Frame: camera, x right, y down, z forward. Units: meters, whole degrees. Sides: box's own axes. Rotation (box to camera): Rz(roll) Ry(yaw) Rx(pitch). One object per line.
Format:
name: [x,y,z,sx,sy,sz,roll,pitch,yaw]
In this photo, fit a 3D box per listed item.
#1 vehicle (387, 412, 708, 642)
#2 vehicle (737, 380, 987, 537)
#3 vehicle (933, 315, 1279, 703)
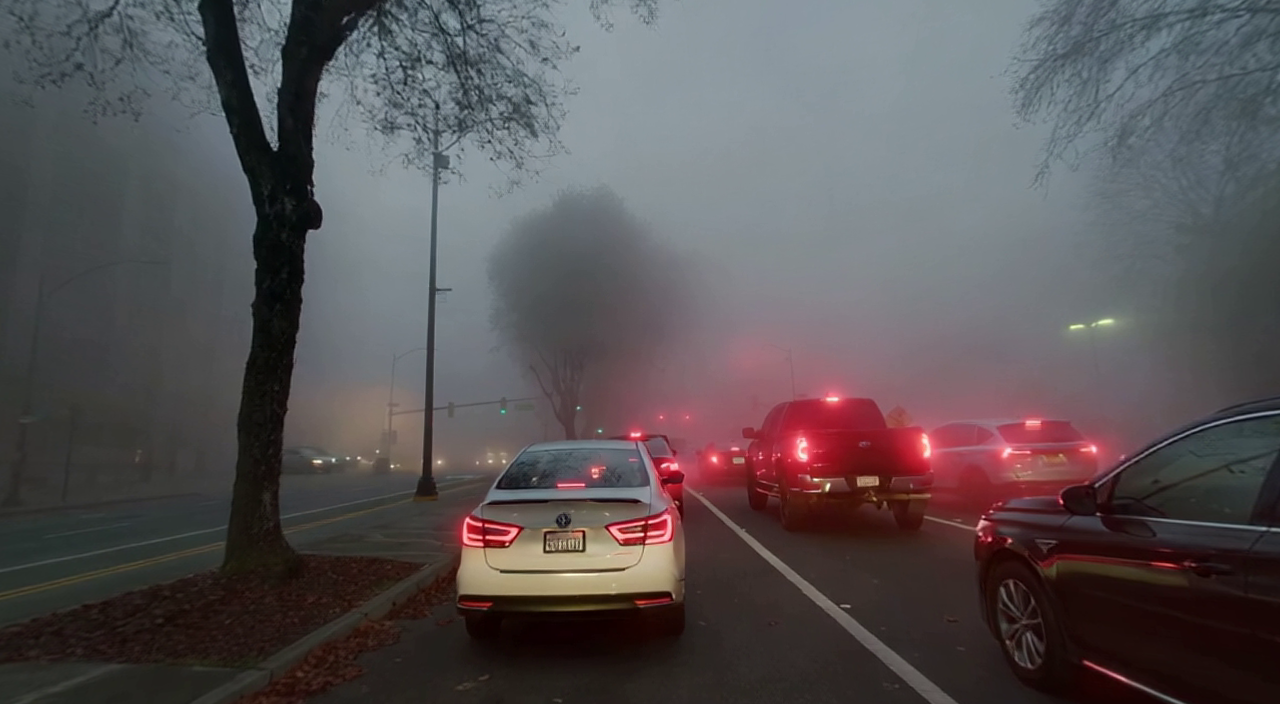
vehicle: [-0.571,1.501,6.440,2.172,1.536,4.250,0,-9,2]
vehicle: [3.542,1.919,11.753,2.497,2.186,5.890,0,-9,0]
vehicle: [3.161,0.763,2.204,2.024,1.723,4.714,0,-9,1]
